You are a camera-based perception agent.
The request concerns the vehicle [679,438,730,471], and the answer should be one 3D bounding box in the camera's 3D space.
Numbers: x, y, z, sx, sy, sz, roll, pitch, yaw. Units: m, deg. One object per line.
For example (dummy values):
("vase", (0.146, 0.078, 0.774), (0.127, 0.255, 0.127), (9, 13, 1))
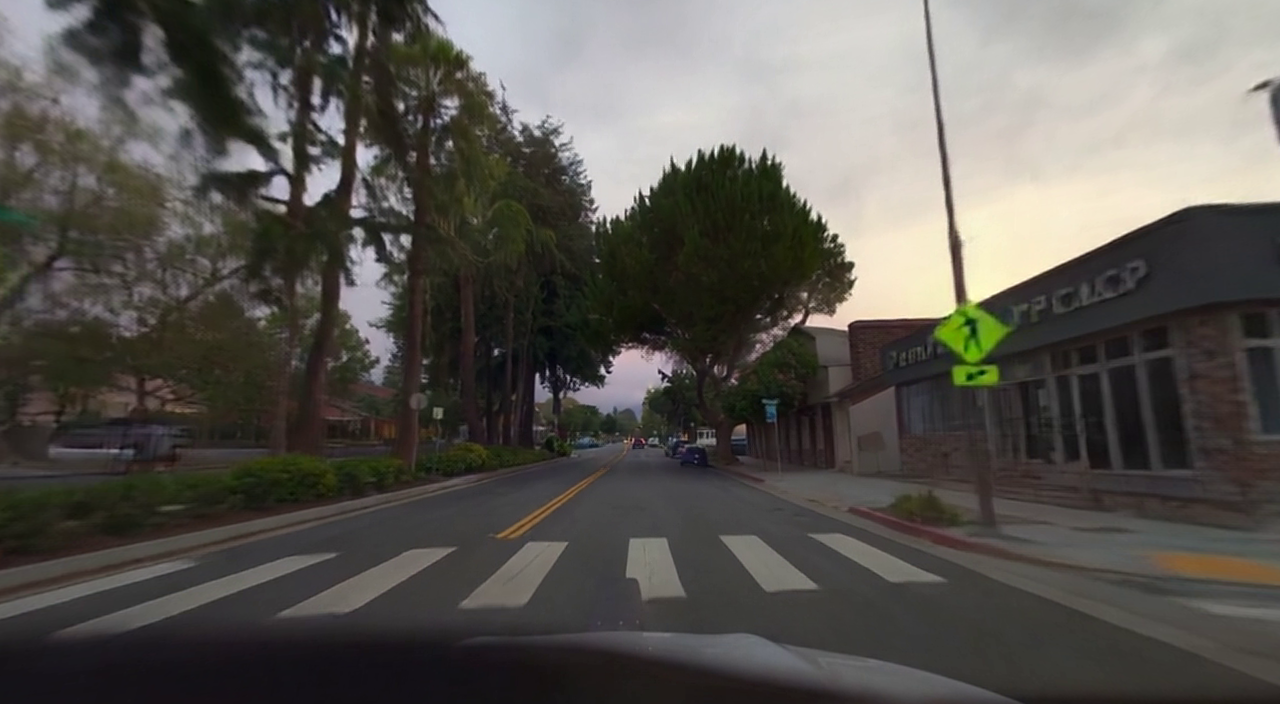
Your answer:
("vehicle", (3.141, 5.105, 31.607), (2.152, 1.527, 4.010), (0, -9, 0))
